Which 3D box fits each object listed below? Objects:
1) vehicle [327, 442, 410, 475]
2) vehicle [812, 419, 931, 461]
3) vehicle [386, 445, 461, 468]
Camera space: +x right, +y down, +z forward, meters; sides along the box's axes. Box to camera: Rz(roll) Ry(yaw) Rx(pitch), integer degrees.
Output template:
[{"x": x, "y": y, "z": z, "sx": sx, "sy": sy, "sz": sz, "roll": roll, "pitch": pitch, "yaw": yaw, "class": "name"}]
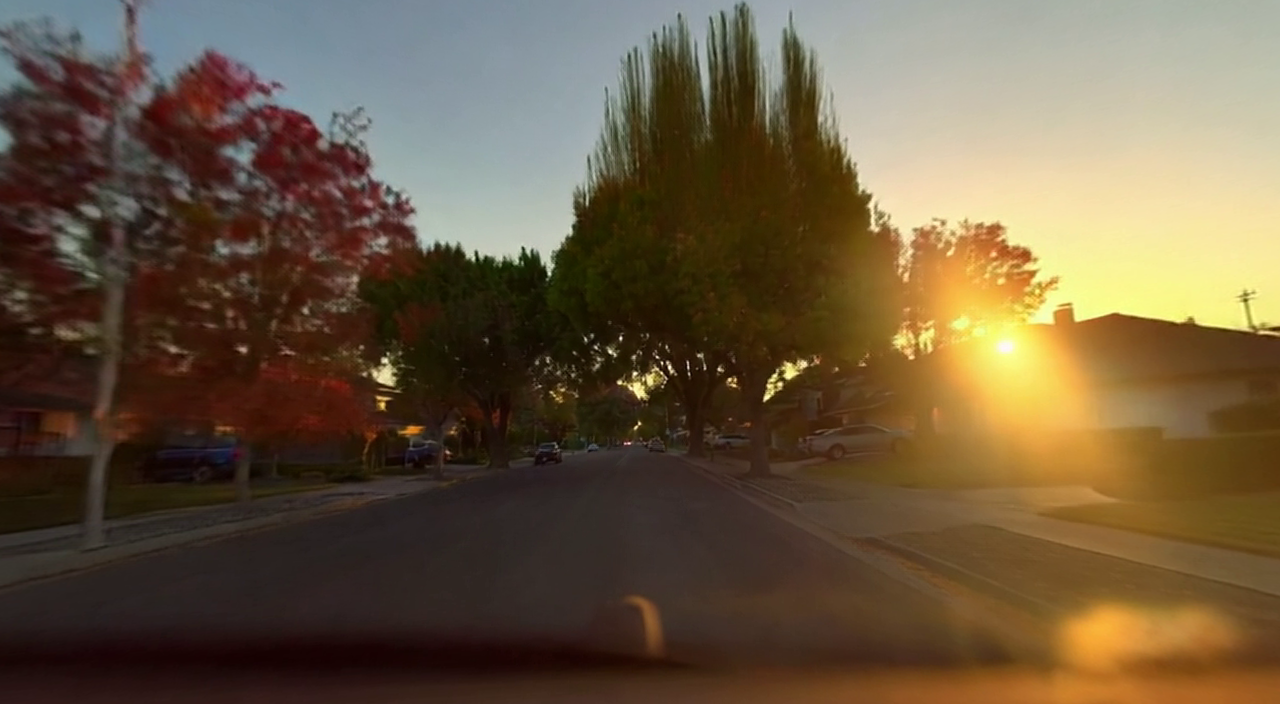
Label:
[{"x": -14.138, "y": 5.552, "z": 33.192, "sx": 1.982, "sy": 1.596, "sz": 3.988, "roll": -2, "pitch": -8, "yaw": 12, "class": "vehicle"}, {"x": 10.480, "y": 4.044, "z": 28.962, "sx": 4.582, "sy": 1.680, "sz": 2.223, "roll": -2, "pitch": -8, "yaw": 4, "class": "vehicle"}, {"x": -14.483, "y": 7.023, "z": 42.432, "sx": 4.285, "sy": 1.483, "sz": 1.954, "roll": 0, "pitch": -9, "yaw": 0, "class": "vehicle"}]
